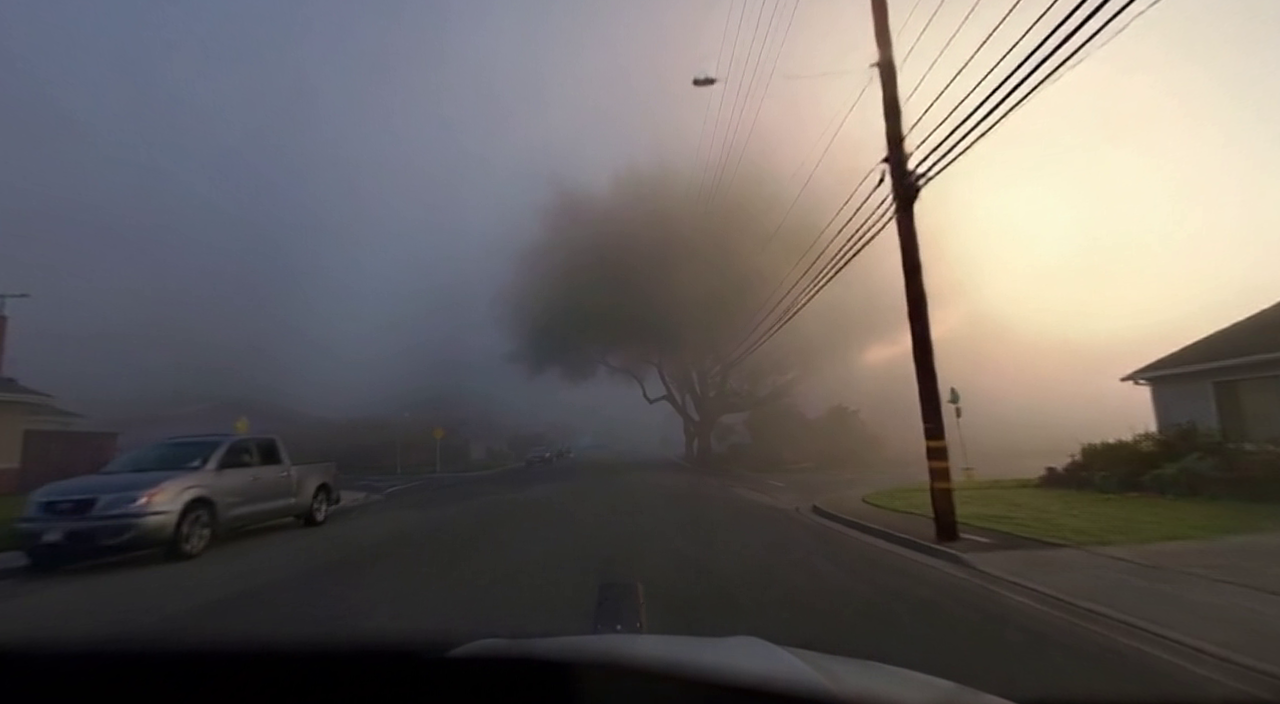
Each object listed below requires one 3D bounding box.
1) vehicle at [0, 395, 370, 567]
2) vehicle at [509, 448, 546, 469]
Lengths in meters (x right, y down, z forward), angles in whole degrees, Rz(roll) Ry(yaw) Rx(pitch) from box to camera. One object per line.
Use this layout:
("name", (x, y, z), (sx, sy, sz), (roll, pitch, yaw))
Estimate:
("vehicle", (-7.410, 2.183, 11.360), (2.739, 2.164, 6.065), (-1, -9, -4))
("vehicle", (-8.689, 8.239, 49.114), (2.095, 1.491, 4.422), (0, -8, -1))
